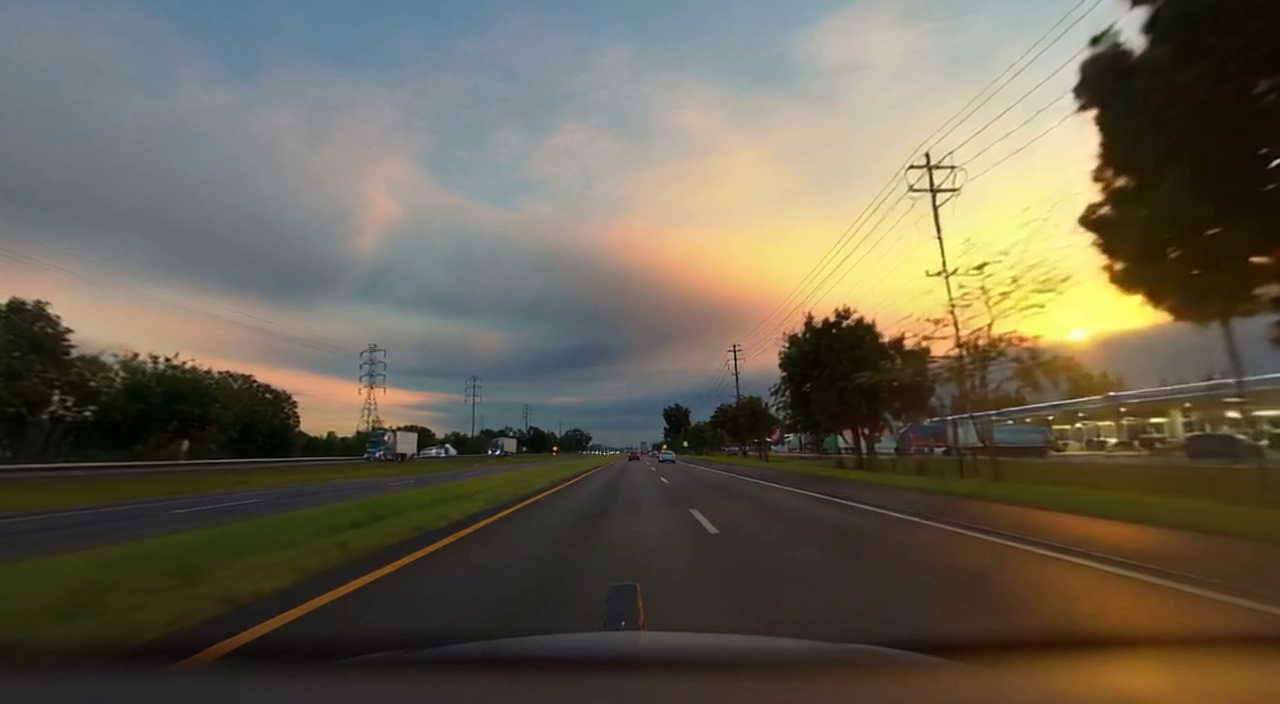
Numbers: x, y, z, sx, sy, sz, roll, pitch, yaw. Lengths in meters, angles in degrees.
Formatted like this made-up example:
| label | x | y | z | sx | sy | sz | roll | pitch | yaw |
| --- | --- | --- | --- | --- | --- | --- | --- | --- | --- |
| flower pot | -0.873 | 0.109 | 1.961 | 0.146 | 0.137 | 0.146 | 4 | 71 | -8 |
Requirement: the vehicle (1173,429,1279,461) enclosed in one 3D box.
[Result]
| label | x | y | z | sx | sy | sz | roll | pitch | yaw |
| --- | --- | --- | --- | --- | --- | --- | --- | --- | --- |
| vehicle | 29.671 | 4.639 | 31.356 | 4.541 | 1.499 | 1.838 | -8 | -12 | 43 |

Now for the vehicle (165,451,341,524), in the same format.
| label | x | y | z | sx | sy | sz | roll | pitch | yaw |
| --- | --- | --- | --- | --- | --- | --- | --- | --- | --- |
| vehicle | -8.829 | 3.075 | 14.813 | 1.736 | 1.443 | 3.756 | 0 | -9 | 0 |
